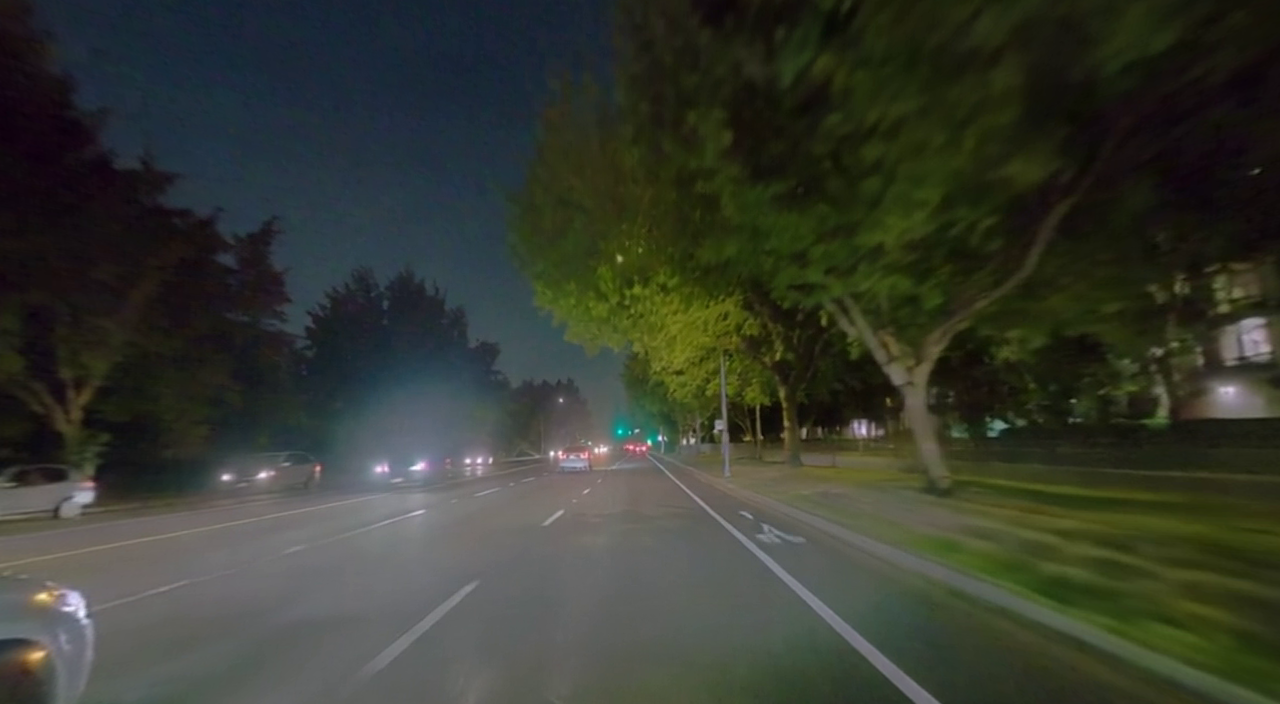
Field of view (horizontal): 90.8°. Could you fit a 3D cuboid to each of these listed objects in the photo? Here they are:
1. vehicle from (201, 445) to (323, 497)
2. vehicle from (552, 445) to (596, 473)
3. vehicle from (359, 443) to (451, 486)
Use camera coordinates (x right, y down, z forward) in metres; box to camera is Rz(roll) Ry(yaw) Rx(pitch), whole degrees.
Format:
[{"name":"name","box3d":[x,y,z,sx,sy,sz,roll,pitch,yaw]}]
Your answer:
[{"name":"vehicle","box3d":[-17.467,5.465,29.651,2.255,1.987,5.723,-4,-8,1]},{"name":"vehicle","box3d":[-3.530,5.810,34.532,1.992,1.447,4.044,0,-9,0]},{"name":"vehicle","box3d":[-10.135,4.874,27.728,2.168,1.703,4.753,0,-9,0]}]
